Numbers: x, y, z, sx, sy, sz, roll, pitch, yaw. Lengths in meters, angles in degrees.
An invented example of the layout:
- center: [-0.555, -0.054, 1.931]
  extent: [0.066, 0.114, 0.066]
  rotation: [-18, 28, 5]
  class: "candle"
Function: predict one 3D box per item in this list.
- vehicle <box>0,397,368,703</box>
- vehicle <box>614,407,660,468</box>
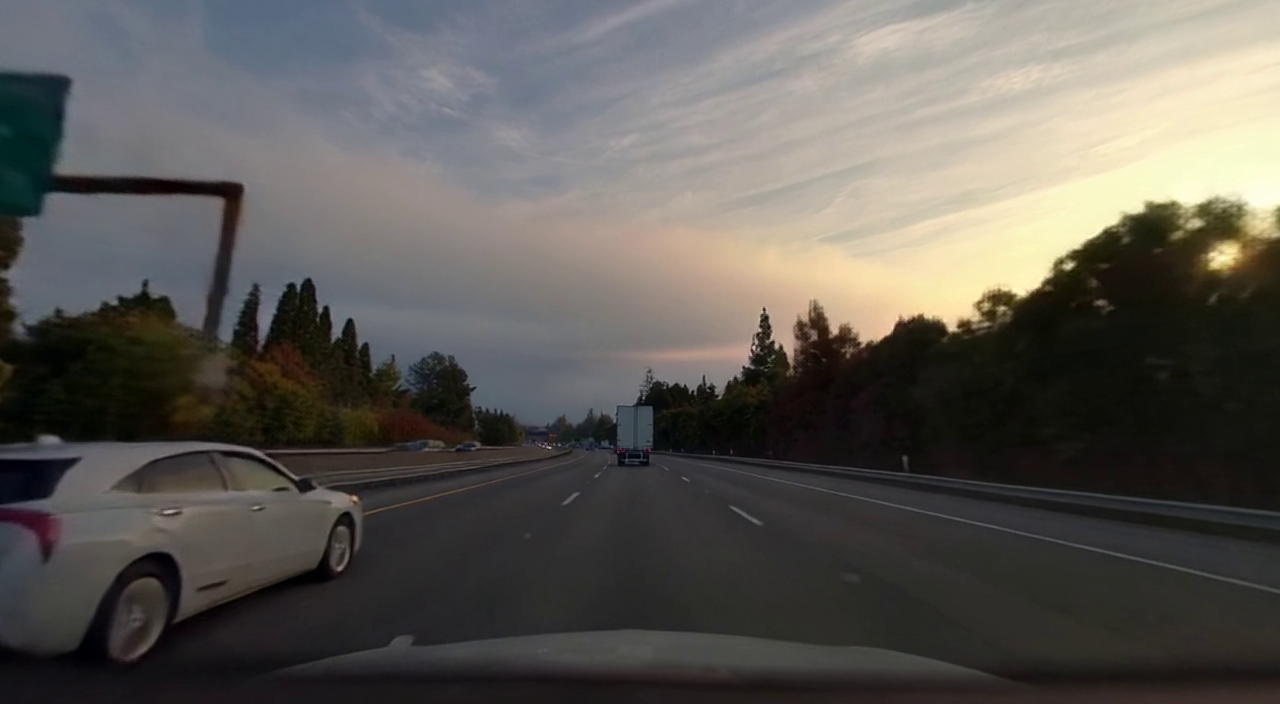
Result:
- center: [-3.843, 1.145, 4.004]
  extent: [2.080, 1.488, 4.781]
  rotation: [0, -9, 0]
  class: "vehicle"
- center: [-0.425, 6.456, 46.948]
  extent: [2.962, 3.953, 10.696]
  rotation: [0, -9, -3]
  class: "vehicle"
